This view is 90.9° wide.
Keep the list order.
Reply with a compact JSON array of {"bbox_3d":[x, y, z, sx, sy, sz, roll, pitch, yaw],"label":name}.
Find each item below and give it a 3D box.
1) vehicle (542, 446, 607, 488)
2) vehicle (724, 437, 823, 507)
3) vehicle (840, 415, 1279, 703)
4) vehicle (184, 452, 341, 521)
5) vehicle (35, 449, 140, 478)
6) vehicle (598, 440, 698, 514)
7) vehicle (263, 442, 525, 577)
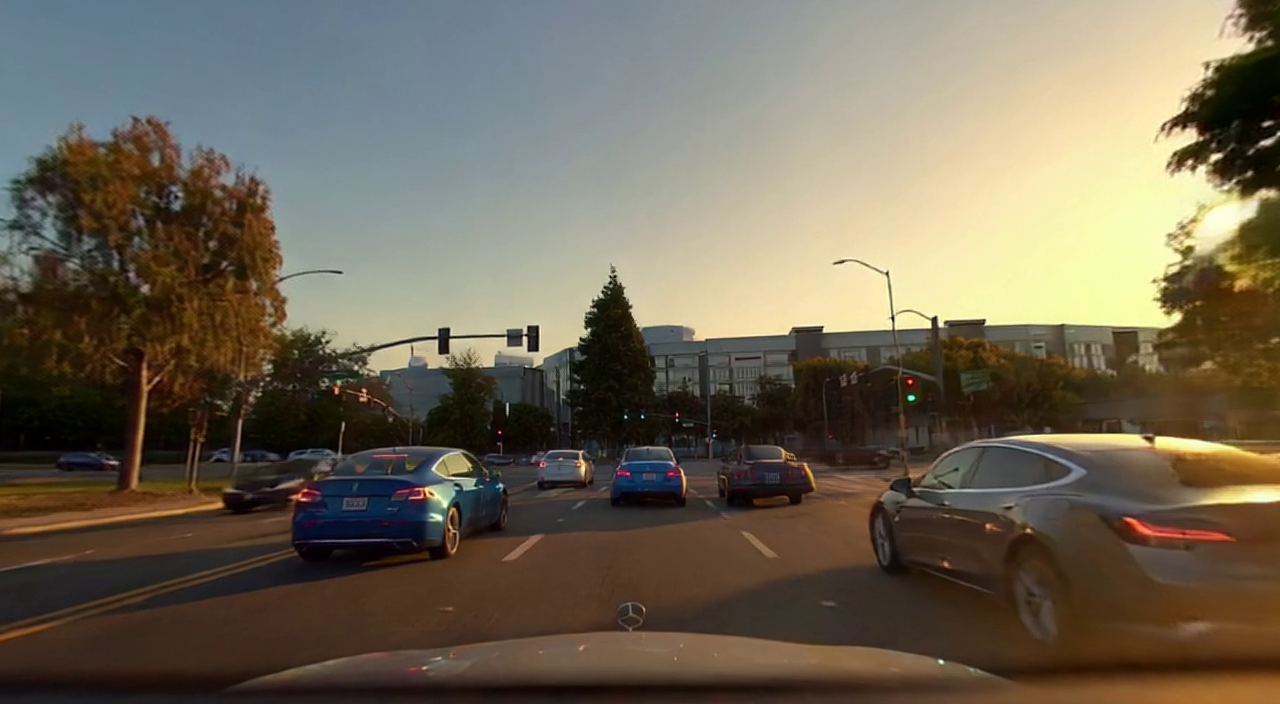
[{"bbox_3d":[-2.553,4.629,25.710,2.089,1.537,4.073,-1,-9,2],"label":"vehicle"},{"bbox_3d":[3.630,3.311,17.896,1.938,1.732,4.006,0,-9,0],"label":"vehicle"},{"bbox_3d":[3.354,1.382,5.063,1.951,1.522,4.614,0,-9,0],"label":"vehicle"},{"bbox_3d":[-10.253,3.634,17.604,2.033,1.575,4.357,0,-8,-6],"label":"vehicle"},{"bbox_3d":[-38.076,7.685,43.510,5.268,1.770,2.107,-2,-8,1],"label":"vehicle"},{"bbox_3d":[0.154,3.020,15.730,2.144,1.563,4.218,0,-9,-1],"label":"vehicle"},{"bbox_3d":[-3.151,2.086,9.278,2.015,1.478,4.407,0,-8,1],"label":"vehicle"}]
